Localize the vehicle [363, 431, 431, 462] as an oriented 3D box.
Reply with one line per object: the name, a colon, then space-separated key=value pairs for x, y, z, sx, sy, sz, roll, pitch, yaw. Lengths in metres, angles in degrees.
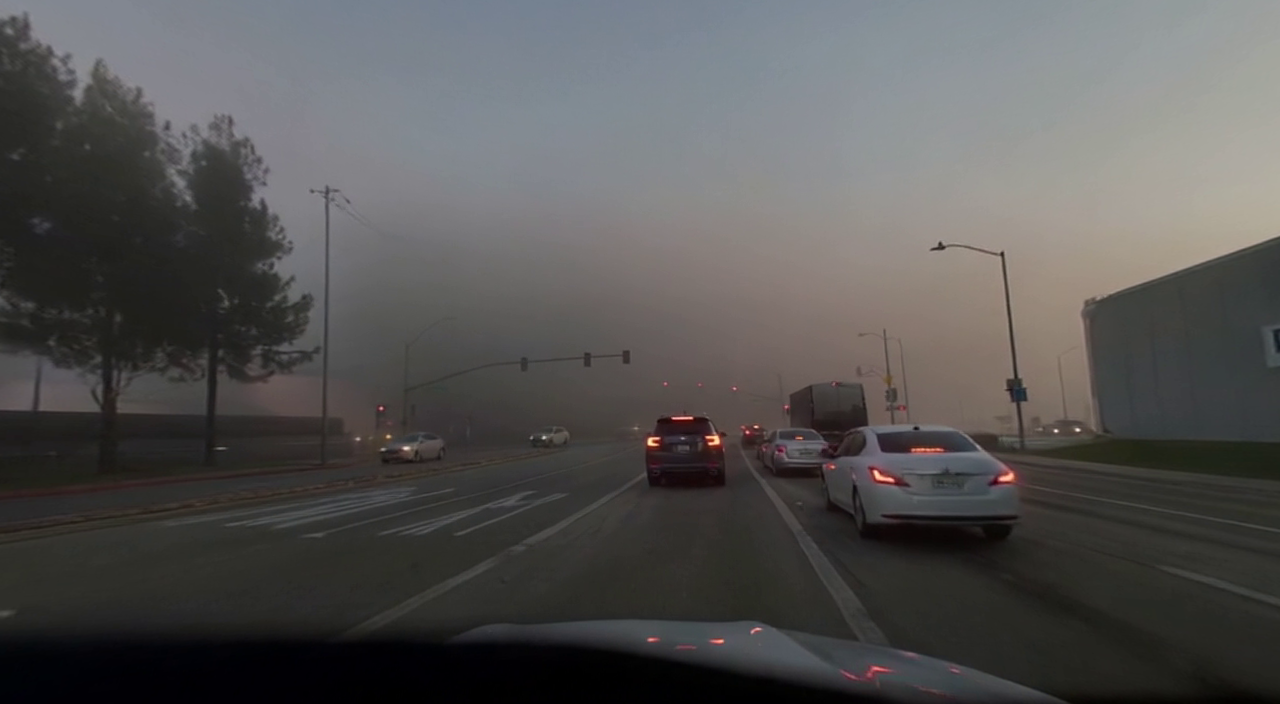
vehicle: x=-14.463 y=5.663 z=37.774 sx=1.950 sy=1.713 sz=4.406 roll=-1 pitch=-9 yaw=6

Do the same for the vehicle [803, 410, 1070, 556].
vehicle: x=3.700 y=1.723 z=8.981 sx=2.109 sy=1.500 sz=4.585 roll=-1 pitch=-9 yaw=8

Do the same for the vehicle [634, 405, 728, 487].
vehicle: x=1.246 y=2.550 z=17.028 sx=2.188 sy=1.892 sz=4.488 roll=-1 pitch=-9 yaw=8
